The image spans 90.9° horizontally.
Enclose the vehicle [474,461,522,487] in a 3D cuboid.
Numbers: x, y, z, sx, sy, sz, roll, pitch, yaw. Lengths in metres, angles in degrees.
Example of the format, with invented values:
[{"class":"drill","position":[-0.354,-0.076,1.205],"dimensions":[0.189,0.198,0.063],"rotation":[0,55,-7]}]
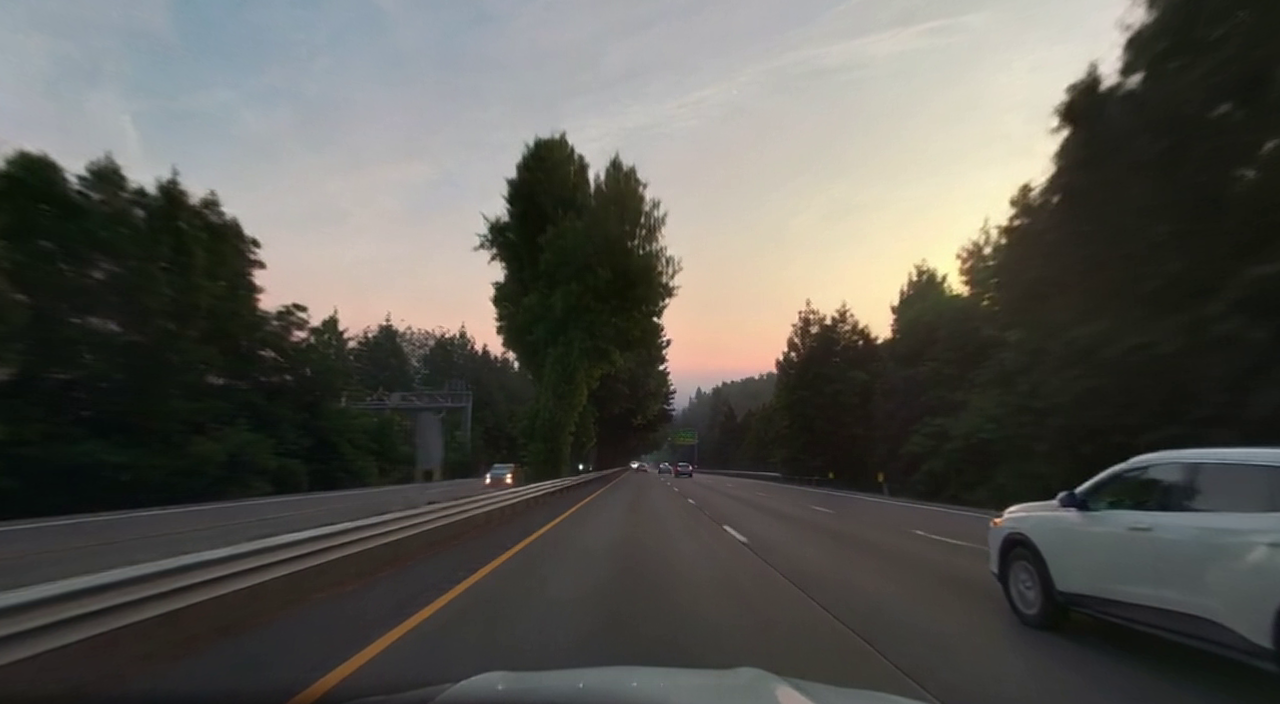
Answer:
[{"class":"vehicle","position":[-8.605,7.452,38.531],"dimensions":[1.924,1.440,3.945],"rotation":[1,-10,1]}]

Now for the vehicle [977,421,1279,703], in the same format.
[{"class":"vehicle","position":[3.677,1.139,3.110],"dimensions":[1.825,1.494,3.959],"rotation":[1,-10,0]}]
